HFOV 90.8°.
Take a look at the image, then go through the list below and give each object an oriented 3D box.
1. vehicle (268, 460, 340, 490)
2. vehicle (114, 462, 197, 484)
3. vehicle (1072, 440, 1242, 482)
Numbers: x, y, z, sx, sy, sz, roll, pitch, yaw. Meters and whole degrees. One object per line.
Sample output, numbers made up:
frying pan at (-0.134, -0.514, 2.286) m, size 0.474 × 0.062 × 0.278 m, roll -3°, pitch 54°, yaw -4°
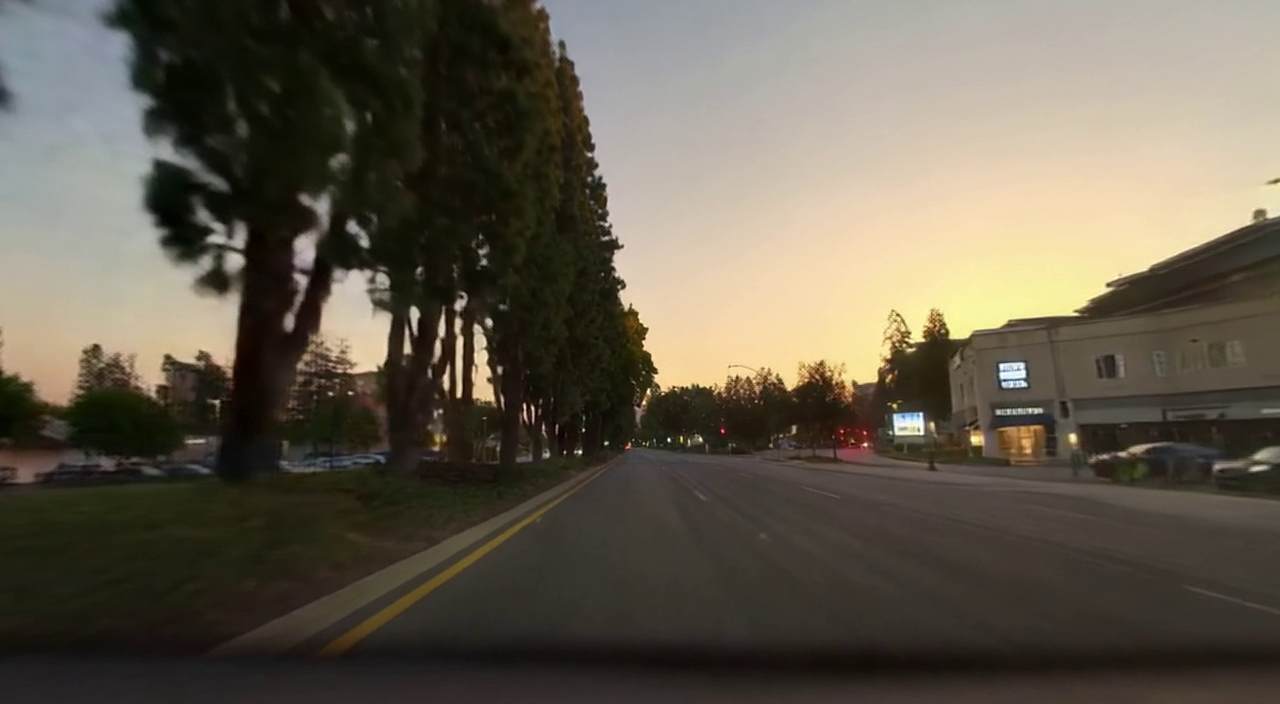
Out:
vehicle at (-19.490, 7.106, 36.866) m, size 1.889 × 1.497 × 4.478 m, roll -3°, pitch -9°, yaw -2°
vehicle at (-36.094, 9.018, 47.147) m, size 4.385 × 1.485 × 2.092 m, roll 0°, pitch -9°, yaw -1°
vehicle at (20.291, 4.289, 24.994) m, size 4.762 × 1.550 × 2.089 m, roll -1°, pitch -9°, yaw 3°
